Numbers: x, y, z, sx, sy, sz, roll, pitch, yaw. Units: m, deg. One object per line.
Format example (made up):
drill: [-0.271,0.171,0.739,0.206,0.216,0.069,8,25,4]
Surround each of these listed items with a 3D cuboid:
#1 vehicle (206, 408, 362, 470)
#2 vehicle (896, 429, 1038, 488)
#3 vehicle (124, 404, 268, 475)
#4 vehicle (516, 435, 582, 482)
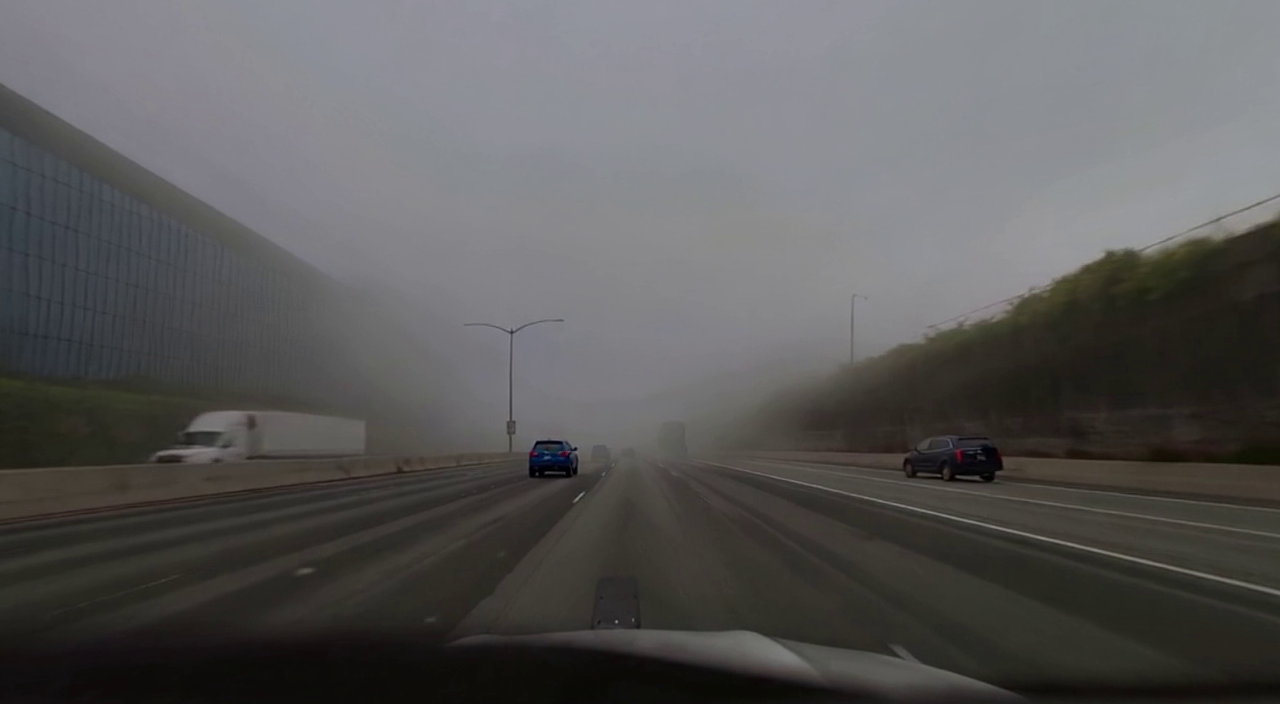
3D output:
vehicle: [-26.741,6.916,49.266,2.832,4.056,16.318,0,-9,0]
vehicle: [11.093,3.667,21.997,2.089,1.787,5.080,0,-9,-1]
vehicle: [-26.682,5.399,38.636,2.993,3.848,7.864,0,-9,0]
vehicle: [-3.557,4.253,25.497,2.039,1.710,4.237,0,-9,0]
